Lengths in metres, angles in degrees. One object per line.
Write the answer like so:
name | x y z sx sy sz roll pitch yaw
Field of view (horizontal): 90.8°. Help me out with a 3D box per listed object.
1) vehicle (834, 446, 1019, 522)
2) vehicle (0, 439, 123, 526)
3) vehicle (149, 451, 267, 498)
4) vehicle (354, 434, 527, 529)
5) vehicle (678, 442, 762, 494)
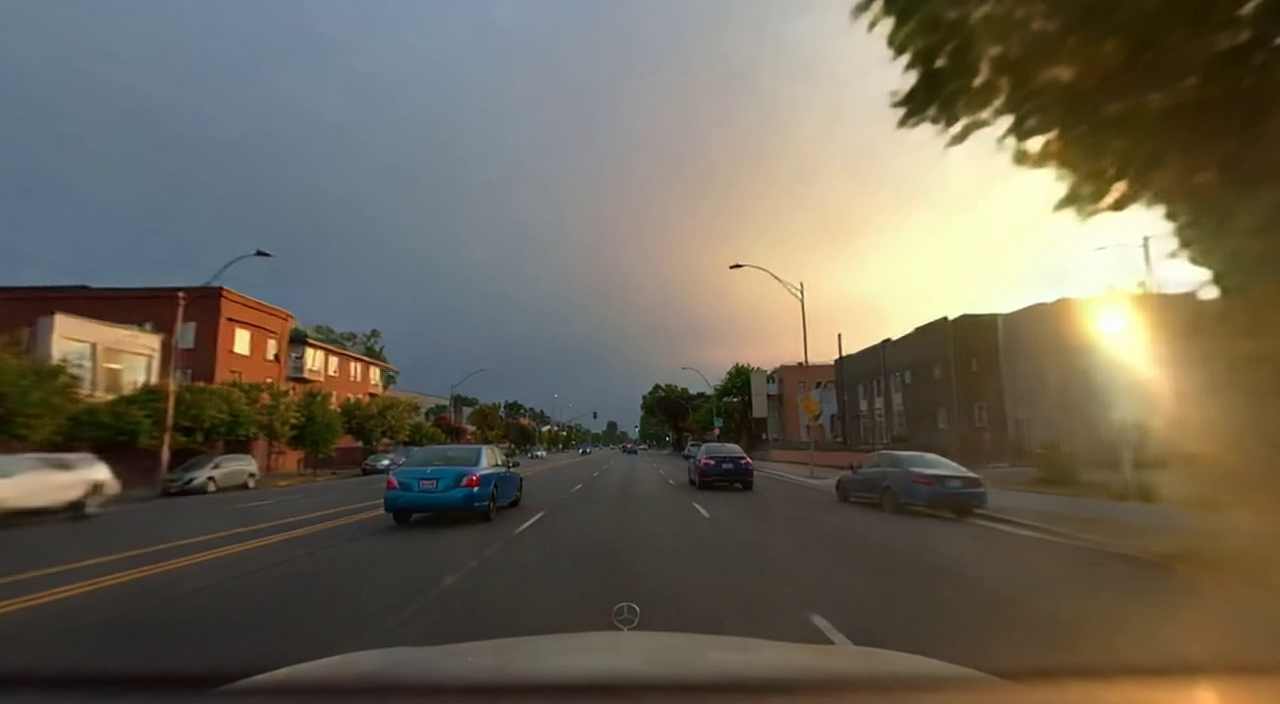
vehicle | 6.250 2.894 14.568 1.881 1.439 4.725 0 -9 -3
vehicle | -14.726 2.921 14.291 2.110 1.838 4.623 0 -9 0
vehicle | -18.222 5.135 26.968 1.953 1.748 4.440 -2 -9 -1
vehicle | -3.616 2.409 12.350 2.062 1.527 4.044 0 -9 0
vehicle | 2.393 3.627 20.163 1.978 1.471 4.426 0 -9 -2
